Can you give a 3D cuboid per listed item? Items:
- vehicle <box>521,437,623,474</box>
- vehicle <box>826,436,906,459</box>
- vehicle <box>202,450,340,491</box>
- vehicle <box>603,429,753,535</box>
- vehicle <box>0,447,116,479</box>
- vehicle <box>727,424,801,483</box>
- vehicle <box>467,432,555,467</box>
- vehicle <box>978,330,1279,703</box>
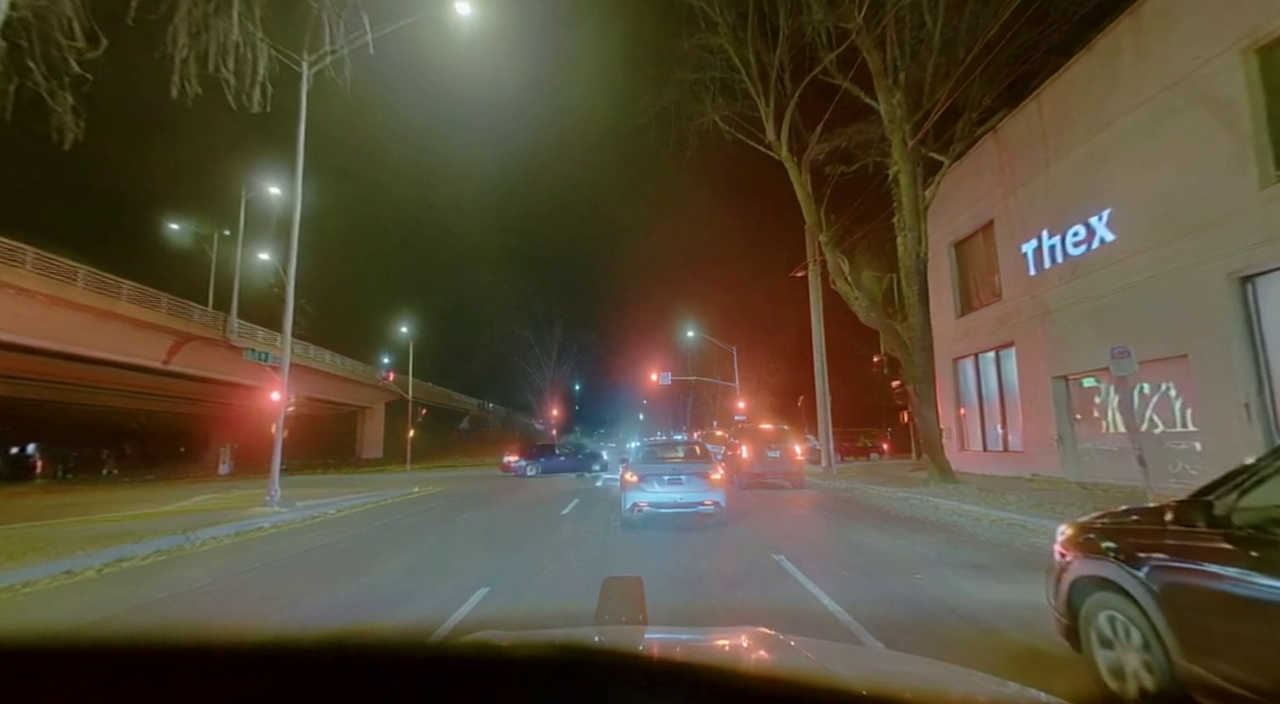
[{"bbox_3d":[-3.179,4.892,30.058,4.546,1.611,1.832,6,-10,-37],"label":"vehicle"},{"bbox_3d":[14.564,6.188,40.796,4.498,1.439,1.842,0,-8,-1],"label":"vehicle"},{"bbox_3d":[-14.668,4.680,25.316,1.873,1.462,4.283,-6,-10,32],"label":"vehicle"},{"bbox_3d":[0.562,2.144,11.026,2.101,1.467,4.210,0,-8,1],"label":"vehicle"},{"bbox_3d":[-31.860,6.072,34.554,4.474,1.673,2.010,0,-8,1],"label":"vehicle"},{"bbox_3d":[4.529,3.778,23.745,2.080,1.999,4.379,-1,-8,2],"label":"vehicle"},{"bbox_3d":[-7.610,5.851,37.943,2.322,1.916,5.640,-4,-9,23],"label":"vehicle"},{"bbox_3d":[3.506,0.797,2.327,2.062,1.781,4.488,0,-8,1],"label":"vehicle"}]
